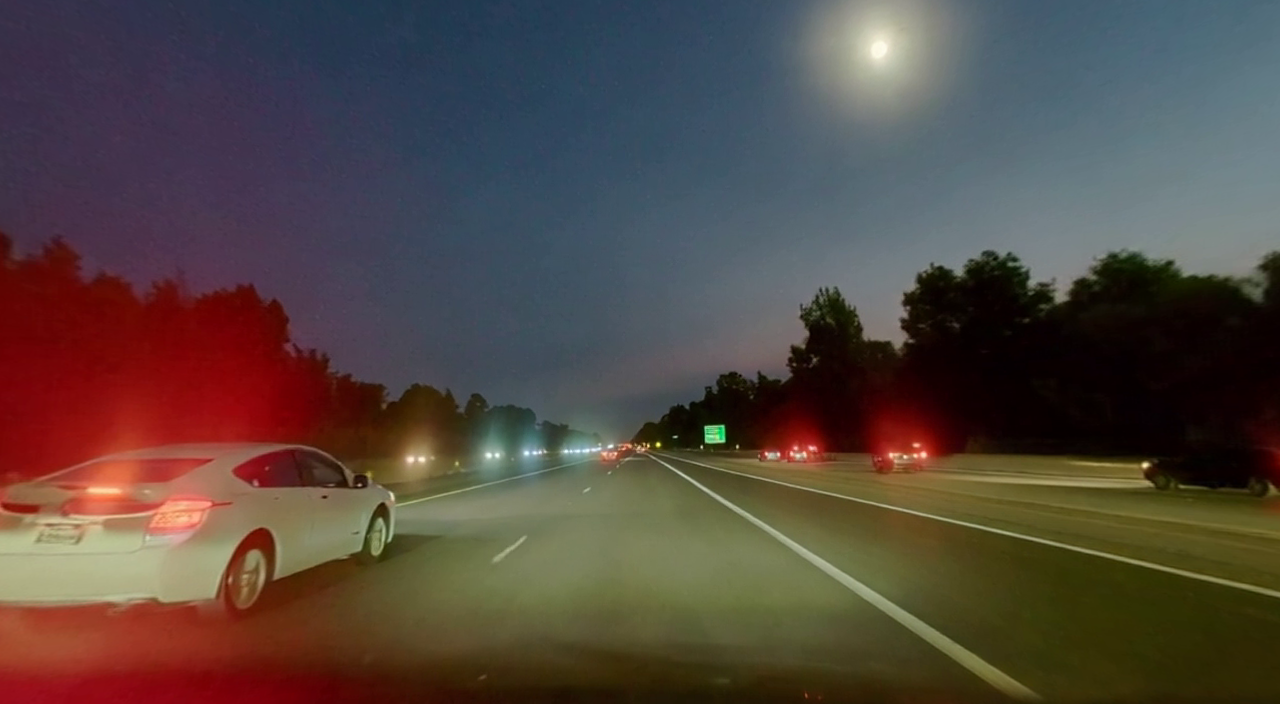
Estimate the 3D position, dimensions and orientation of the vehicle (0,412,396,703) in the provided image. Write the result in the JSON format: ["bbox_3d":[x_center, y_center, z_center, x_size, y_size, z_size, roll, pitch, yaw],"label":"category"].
[{"bbox_3d":[-3.986,1.456,5.550,1.988,1.585,4.215,0,-9,0],"label":"vehicle"}]

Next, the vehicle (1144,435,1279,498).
[{"bbox_3d":[18.678,3.444,19.173,1.973,1.766,4.726,3,-10,-21],"label":"vehicle"}]
